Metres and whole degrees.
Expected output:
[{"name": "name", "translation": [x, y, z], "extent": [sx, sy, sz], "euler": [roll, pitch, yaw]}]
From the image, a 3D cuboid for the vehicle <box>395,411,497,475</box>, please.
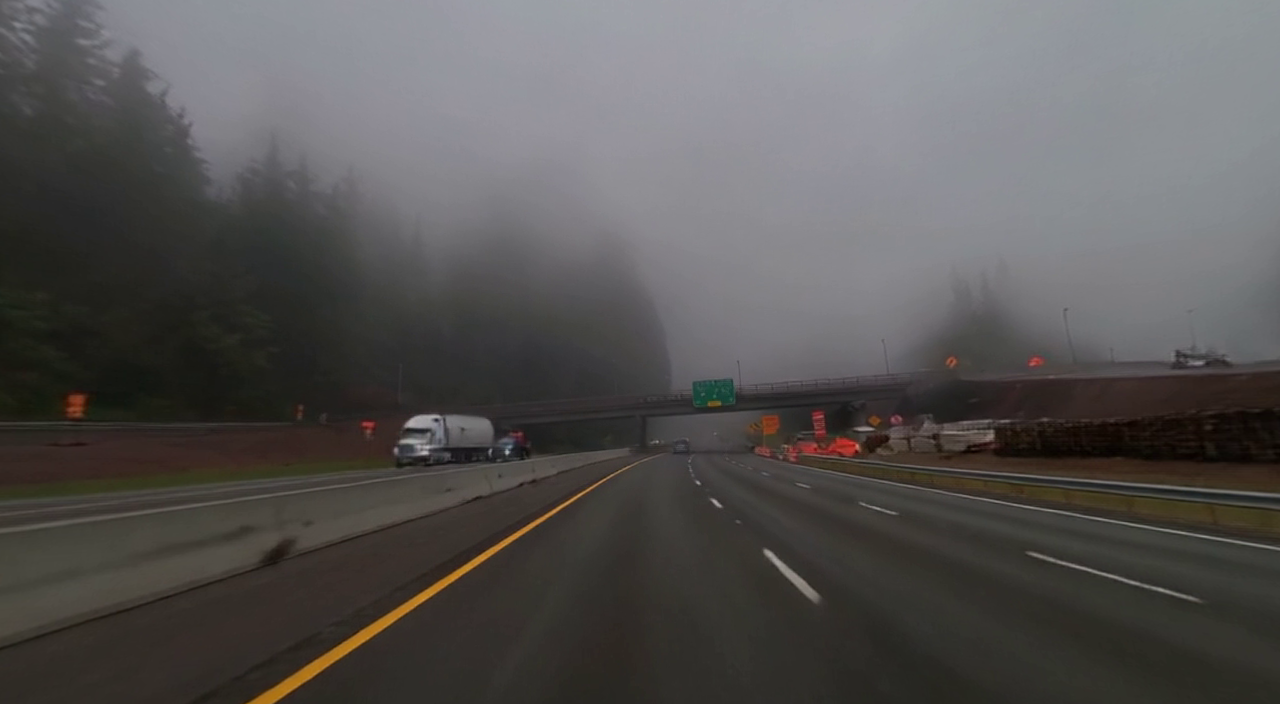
[{"name": "vehicle", "translation": [-12.117, 5.848, 40.635], "extent": [3.010, 3.577, 9.124], "euler": [-1, -8, 4]}]
